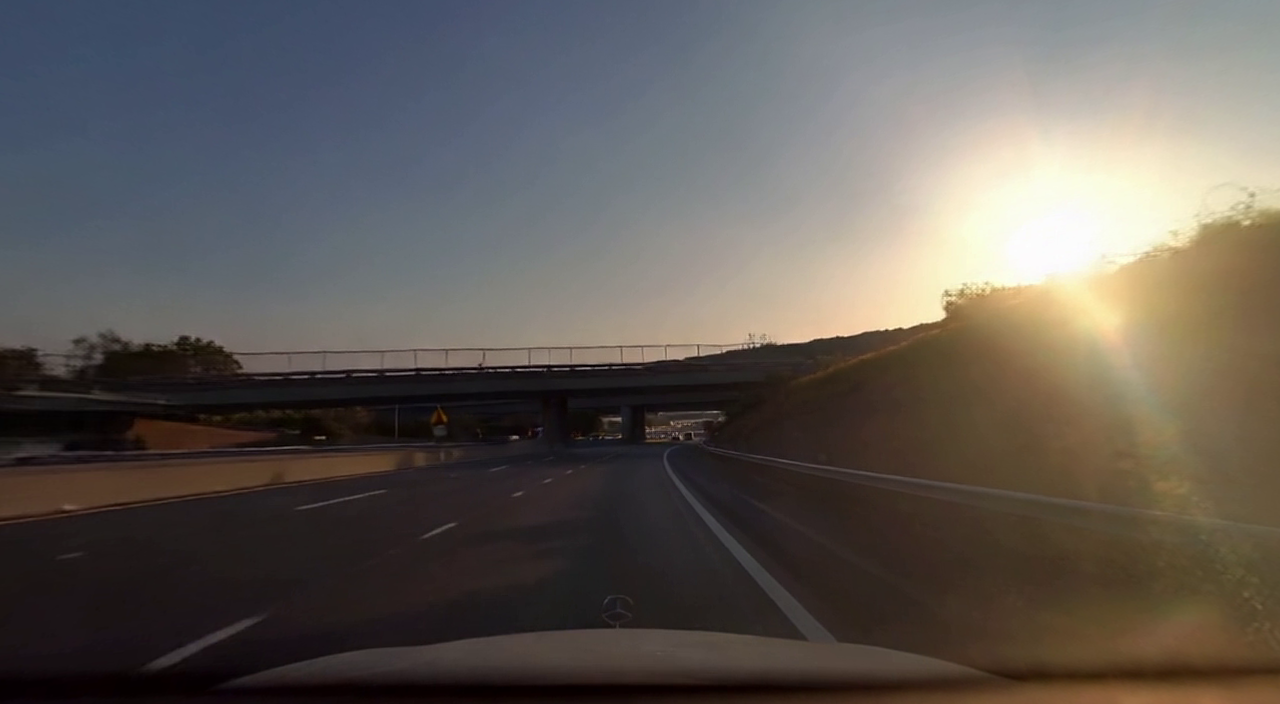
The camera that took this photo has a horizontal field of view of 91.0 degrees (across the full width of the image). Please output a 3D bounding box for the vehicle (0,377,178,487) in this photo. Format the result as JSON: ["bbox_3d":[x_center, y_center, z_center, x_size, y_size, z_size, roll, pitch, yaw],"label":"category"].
[{"bbox_3d":[-24.133,3.423,26.497,2.833,3.918,8.370,0,-8,0],"label":"vehicle"}]
